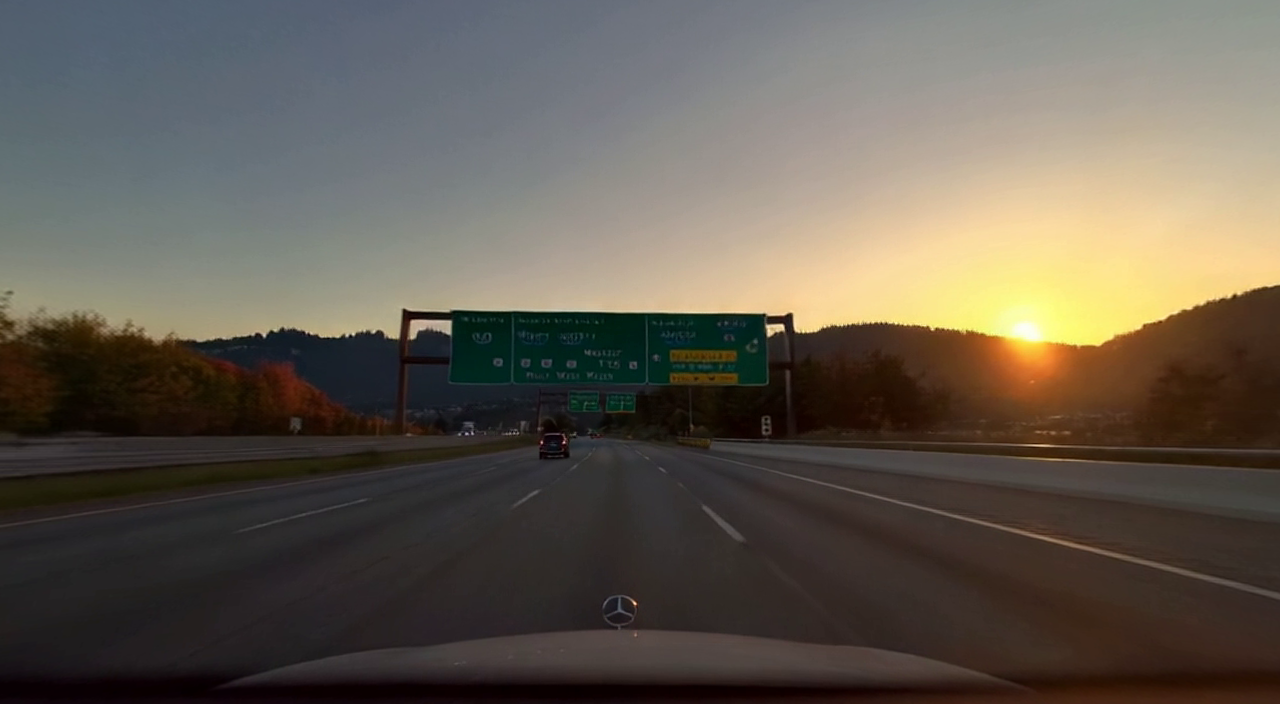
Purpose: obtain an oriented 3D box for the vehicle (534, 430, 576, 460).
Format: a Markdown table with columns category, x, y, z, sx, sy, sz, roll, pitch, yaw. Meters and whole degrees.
| category | x | y | z | sx | sy | sz | roll | pitch | yaw |
| --- | --- | --- | --- | --- | --- | --- | --- | --- | --- |
| vehicle | -4.722 | 5.215 | 35.430 | 1.878 | 1.548 | 3.966 | 0 | -8 | -1 |
